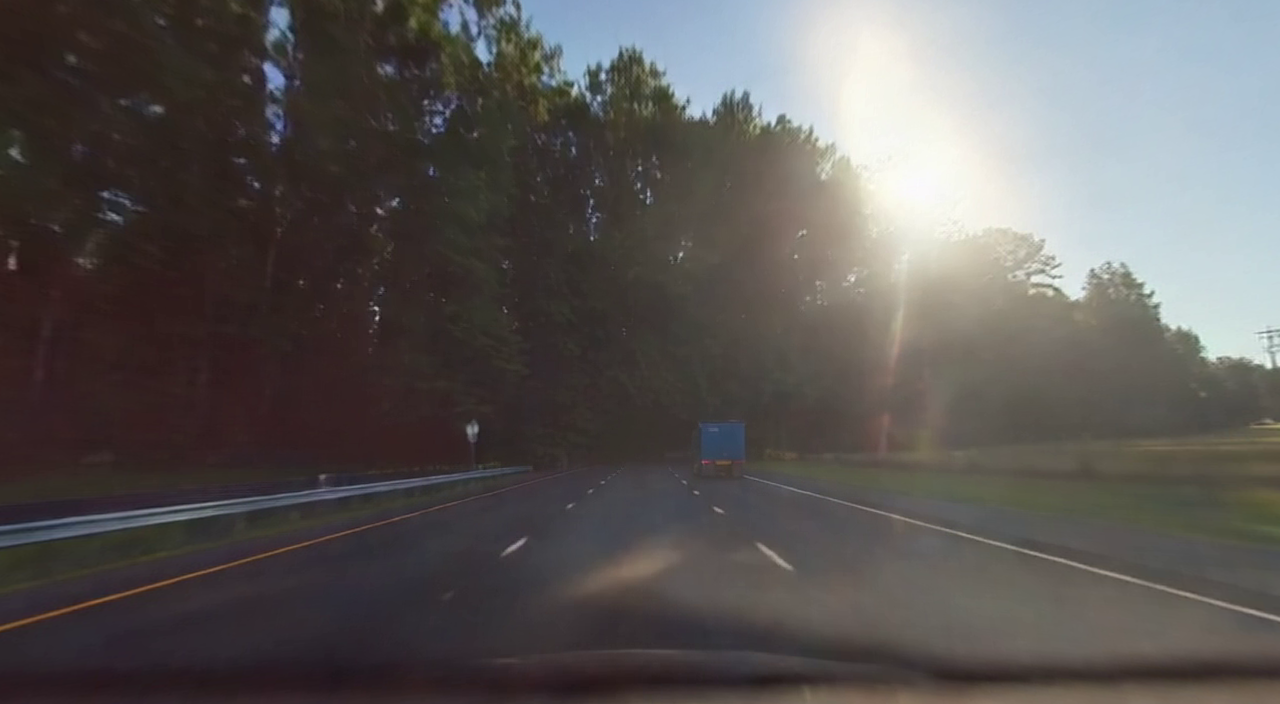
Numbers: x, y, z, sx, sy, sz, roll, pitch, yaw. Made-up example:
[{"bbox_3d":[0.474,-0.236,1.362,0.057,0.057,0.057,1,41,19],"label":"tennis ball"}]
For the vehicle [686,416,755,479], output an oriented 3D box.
[{"bbox_3d":[3.844,4.776,31.492,2.572,2.795,5.978,0,-9,-1],"label":"vehicle"}]
